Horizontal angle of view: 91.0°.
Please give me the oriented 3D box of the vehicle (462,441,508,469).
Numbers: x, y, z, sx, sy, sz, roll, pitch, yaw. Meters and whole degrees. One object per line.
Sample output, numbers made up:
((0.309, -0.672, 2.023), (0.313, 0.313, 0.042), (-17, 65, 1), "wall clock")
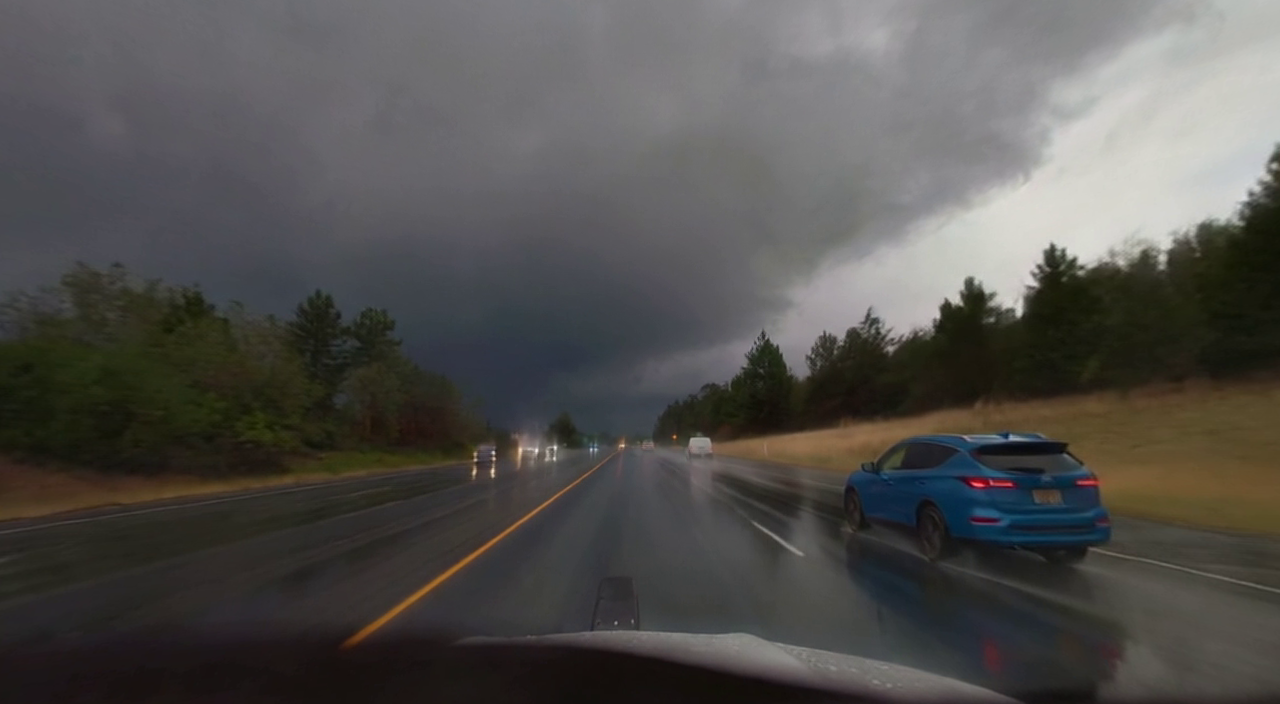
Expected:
((-11.811, 7.875, 48.253), (2.223, 1.985, 5.103), (-1, -8, 0), "vehicle")

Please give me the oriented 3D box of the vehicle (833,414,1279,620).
((3.823, 1.524, 6.857), (1.999, 1.501, 4.221), (0, -8, -1), "vehicle")

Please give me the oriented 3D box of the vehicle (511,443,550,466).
((-7.743, 7.302, 45.018), (1.993, 1.508, 4.492), (-1, -8, 0), "vehicle")

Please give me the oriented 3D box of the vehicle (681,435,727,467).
((3.500, 5.530, 35.317), (2.043, 1.673, 4.016), (0, -8, -2), "vehicle")
